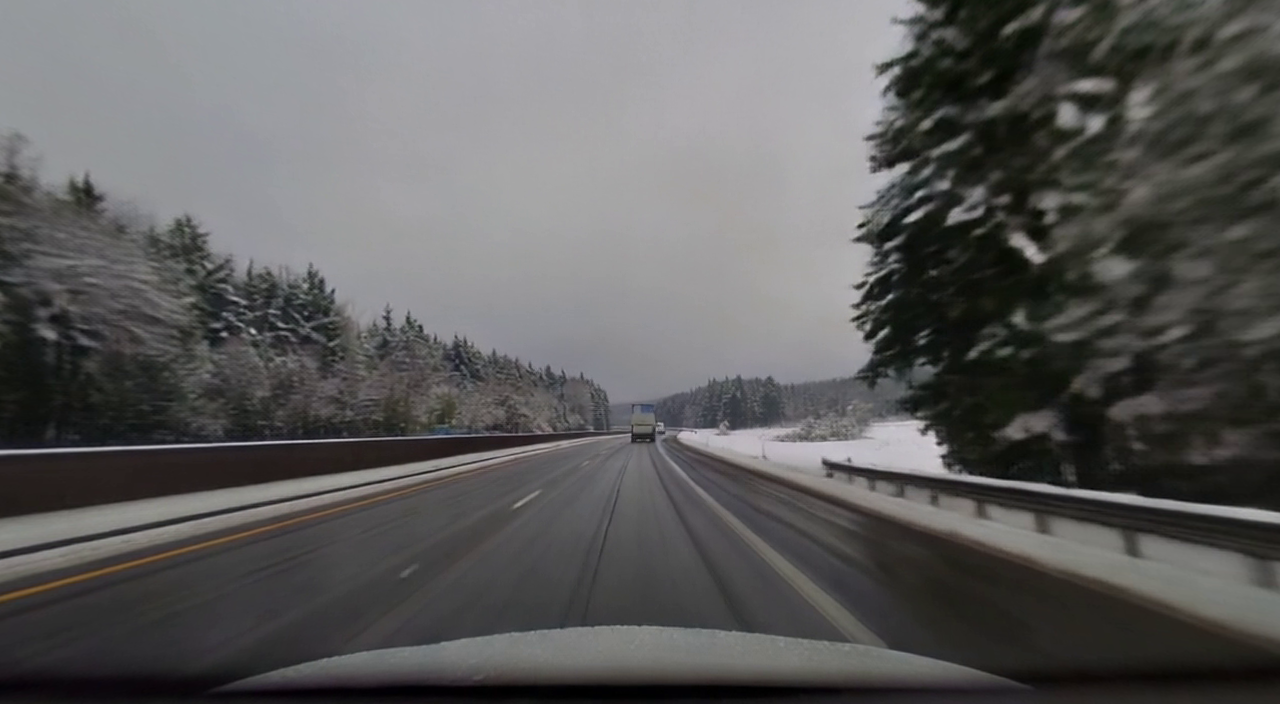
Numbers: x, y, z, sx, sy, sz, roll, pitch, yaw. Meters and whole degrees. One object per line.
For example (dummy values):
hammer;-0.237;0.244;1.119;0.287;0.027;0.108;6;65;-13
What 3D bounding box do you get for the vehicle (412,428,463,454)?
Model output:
vehicle;-14.514;6.398;45.333;1.987;1.808;4.699;0;-8;2
